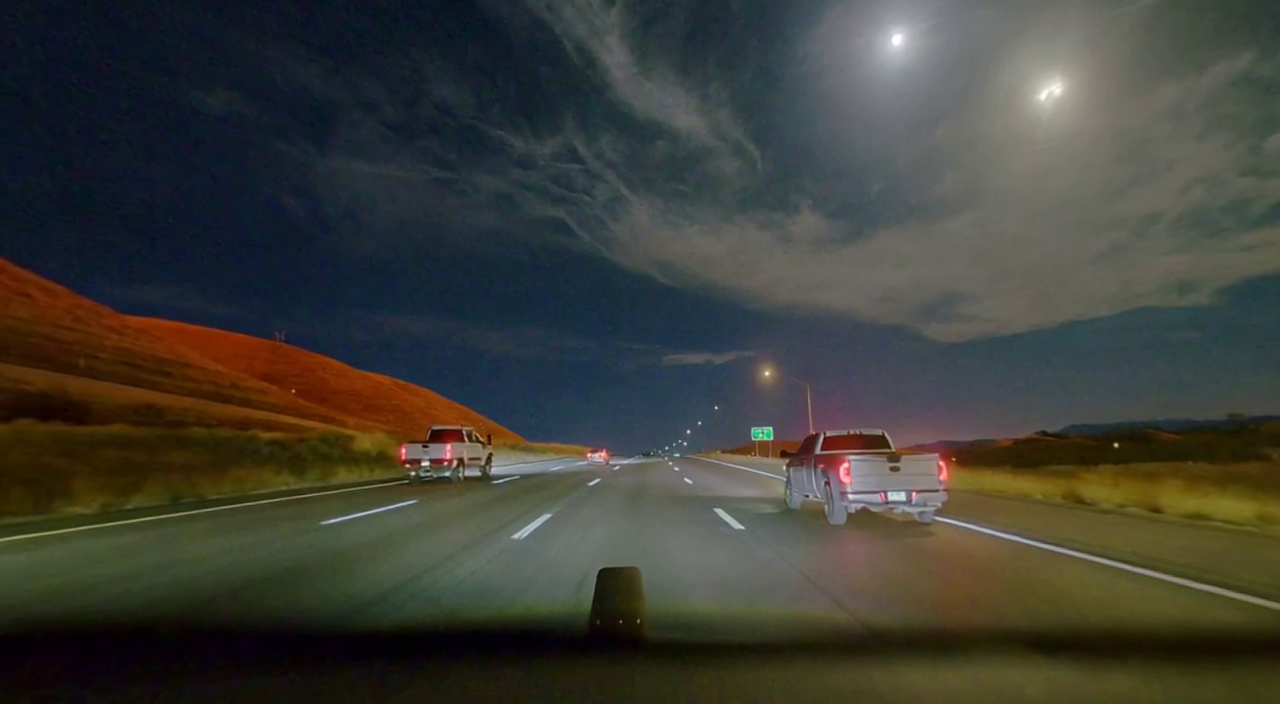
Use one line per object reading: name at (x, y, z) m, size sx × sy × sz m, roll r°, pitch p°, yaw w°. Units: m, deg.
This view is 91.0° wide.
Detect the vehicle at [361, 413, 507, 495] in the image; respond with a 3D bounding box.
vehicle at (-7.125, 3.689, 23.041) m, size 2.937 × 2.509 × 7.090 m, roll 0°, pitch -9°, yaw 0°

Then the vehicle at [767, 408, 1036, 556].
vehicle at (3.659, 1.941, 10.058) m, size 2.231 × 1.789 × 4.700 m, roll 0°, pitch -9°, yaw 0°

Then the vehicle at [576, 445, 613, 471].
vehicle at (-2.832, 6.729, 40.160) m, size 2.009 × 1.593 × 4.378 m, roll 0°, pitch -9°, yaw 1°
